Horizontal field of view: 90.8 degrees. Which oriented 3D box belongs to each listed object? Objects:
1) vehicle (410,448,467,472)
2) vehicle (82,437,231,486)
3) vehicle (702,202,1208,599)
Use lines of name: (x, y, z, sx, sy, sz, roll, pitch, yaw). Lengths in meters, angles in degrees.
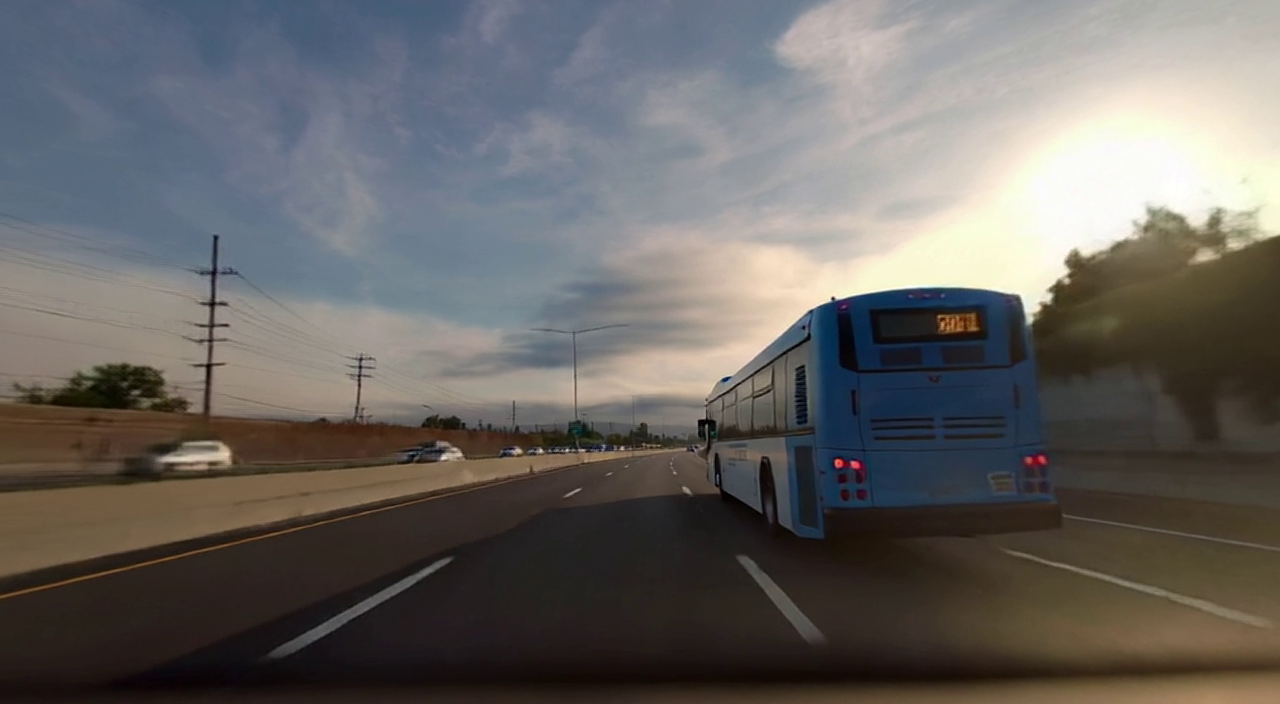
vehicle: (-13.691, 7.339, 43.183, 2.099, 1.471, 4.756, -1, -9, 3)
vehicle: (-21.396, 4.859, 28.397, 2.115, 1.932, 5.596, -1, -9, 2)
vehicle: (3.449, 1.445, 12.938, 3.144, 3.580, 14.591, 0, -9, 1)
